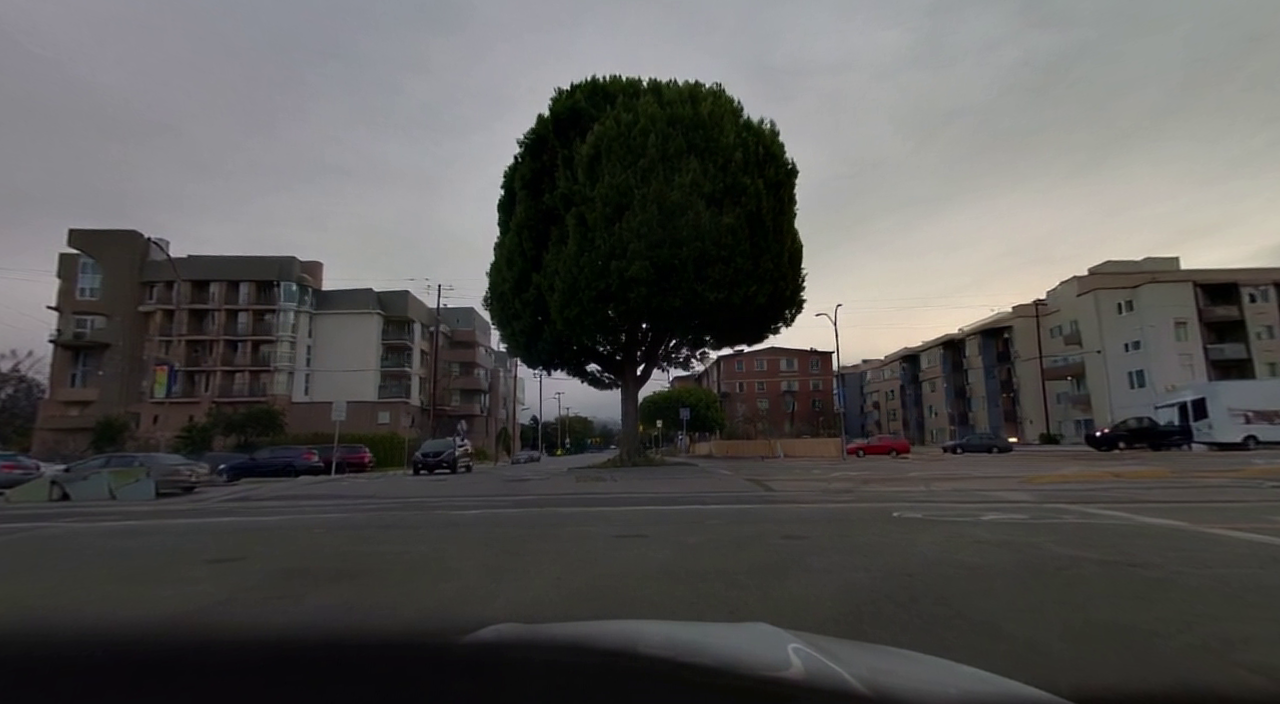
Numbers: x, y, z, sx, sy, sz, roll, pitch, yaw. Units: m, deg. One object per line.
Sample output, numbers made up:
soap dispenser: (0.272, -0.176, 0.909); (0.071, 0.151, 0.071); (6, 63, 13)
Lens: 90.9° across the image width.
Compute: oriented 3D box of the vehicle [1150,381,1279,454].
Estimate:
vehicle: (33.185, 3.463, 32.990); (10.986, 3.604, 2.707); (0, -9, -6)

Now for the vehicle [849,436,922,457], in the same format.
vehicle: (18.009, 6.918, 46.384); (4.528, 1.458, 1.939); (1, -7, -4)

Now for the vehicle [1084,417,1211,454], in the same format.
vehicle: (28.933, 4.753, 36.062); (5.277, 2.032, 2.408); (1, -7, -4)

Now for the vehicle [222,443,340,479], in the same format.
vehicle: (-17.670, 5.345, 31.264); (2.010, 1.583, 4.582); (-6, -10, 34)

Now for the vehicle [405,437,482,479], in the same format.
vehicle: (-8.619, 4.651, 28.130); (2.156, 1.620, 4.945); (0, -7, -4)

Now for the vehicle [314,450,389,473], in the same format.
vehicle: (-20.141, 7.638, 44.165); (4.277, 1.527, 1.987); (0, -8, -3)

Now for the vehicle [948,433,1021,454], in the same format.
vehicle: (25.594, 6.783, 46.852); (4.323, 1.507, 1.896); (0, -8, -4)

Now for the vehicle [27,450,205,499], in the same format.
vehicle: (-16.551, 3.859, 20.018); (4.233, 1.432, 1.755); (-1, -9, 5)
